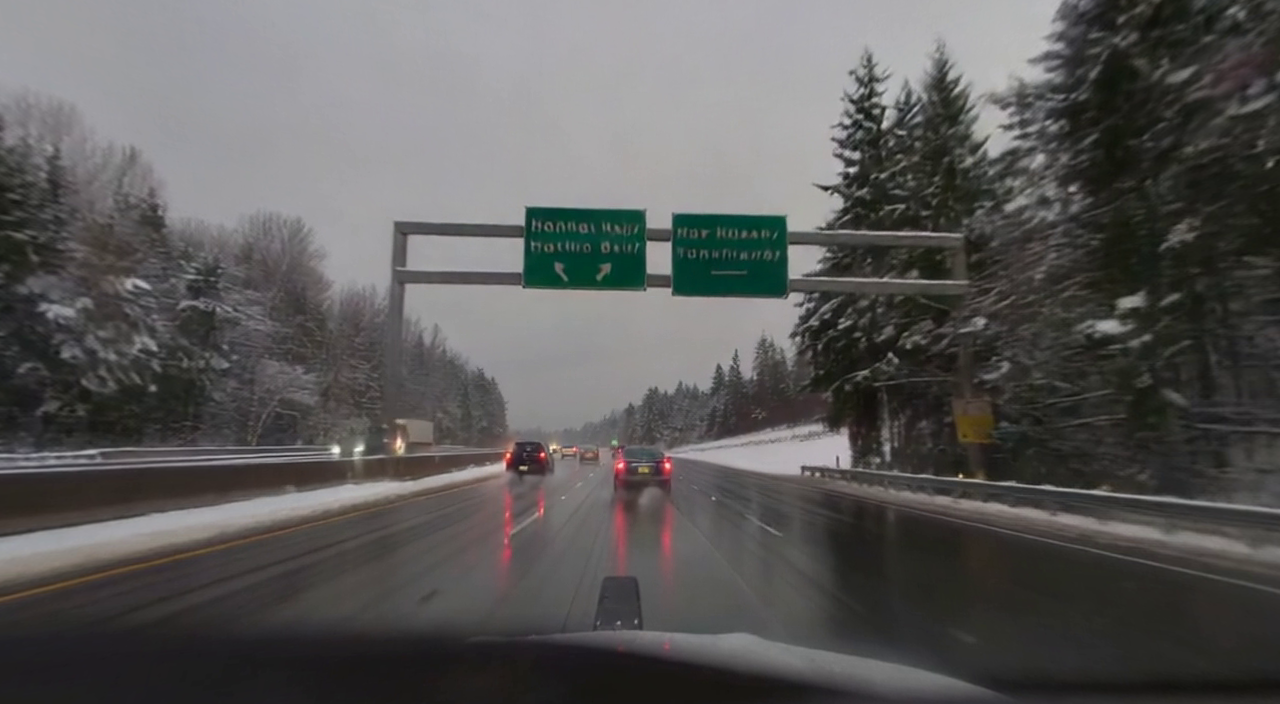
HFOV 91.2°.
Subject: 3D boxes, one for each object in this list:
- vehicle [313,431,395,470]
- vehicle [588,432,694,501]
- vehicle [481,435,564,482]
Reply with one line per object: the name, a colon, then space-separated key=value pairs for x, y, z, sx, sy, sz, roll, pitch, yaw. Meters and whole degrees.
vehicle: x=-15.840 y=5.508 z=35.099 sx=2.107 sy=1.969 sz=5.204 roll=0 pitch=-9 yaw=1
vehicle: x=-0.019 y=3.164 z=17.722 sx=2.634 sy=1.679 sz=4.070 roll=0 pitch=-9 yaw=-1
vehicle: x=-4.515 y=4.186 z=24.918 sx=2.545 sy=1.679 sz=4.267 roll=0 pitch=-9 yaw=-1
